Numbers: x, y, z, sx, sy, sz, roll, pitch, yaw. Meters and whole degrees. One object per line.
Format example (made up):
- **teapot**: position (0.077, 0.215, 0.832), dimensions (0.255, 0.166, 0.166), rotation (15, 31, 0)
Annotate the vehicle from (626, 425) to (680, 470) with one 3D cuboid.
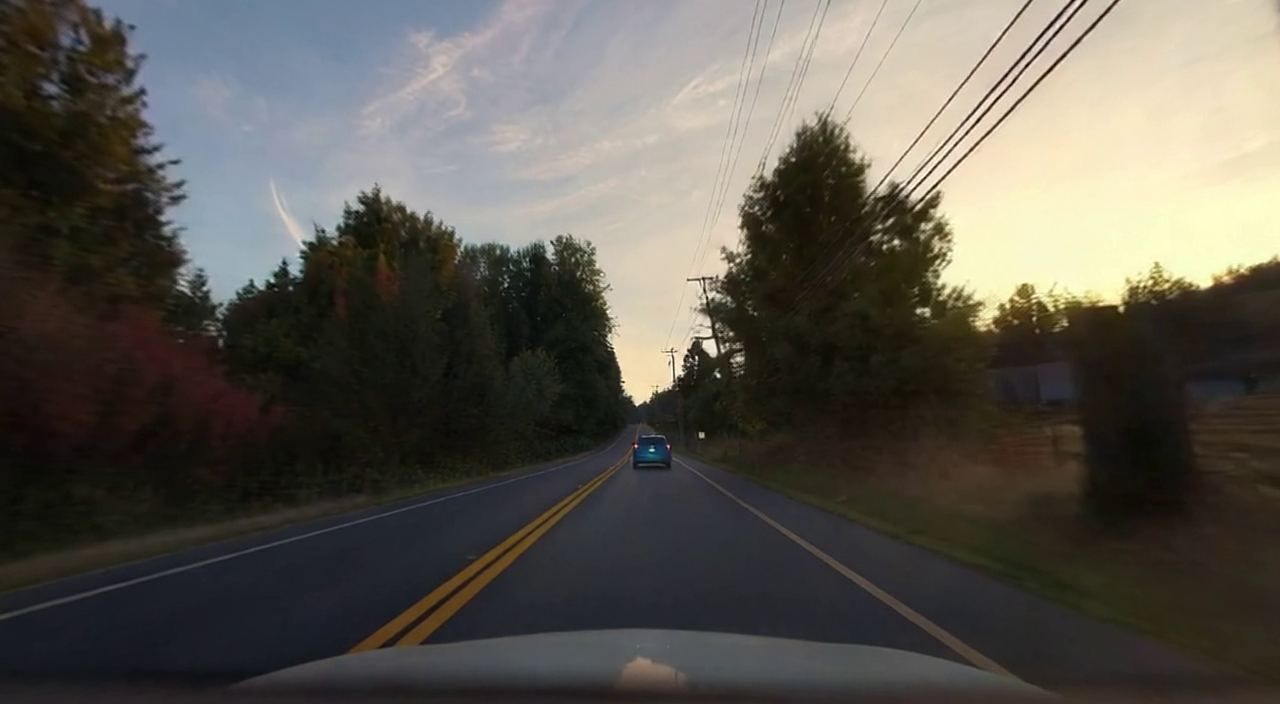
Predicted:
- **vehicle**: position (0.611, 4.683, 30.958), dimensions (2.468, 2.056, 4.422), rotation (0, -8, 1)
